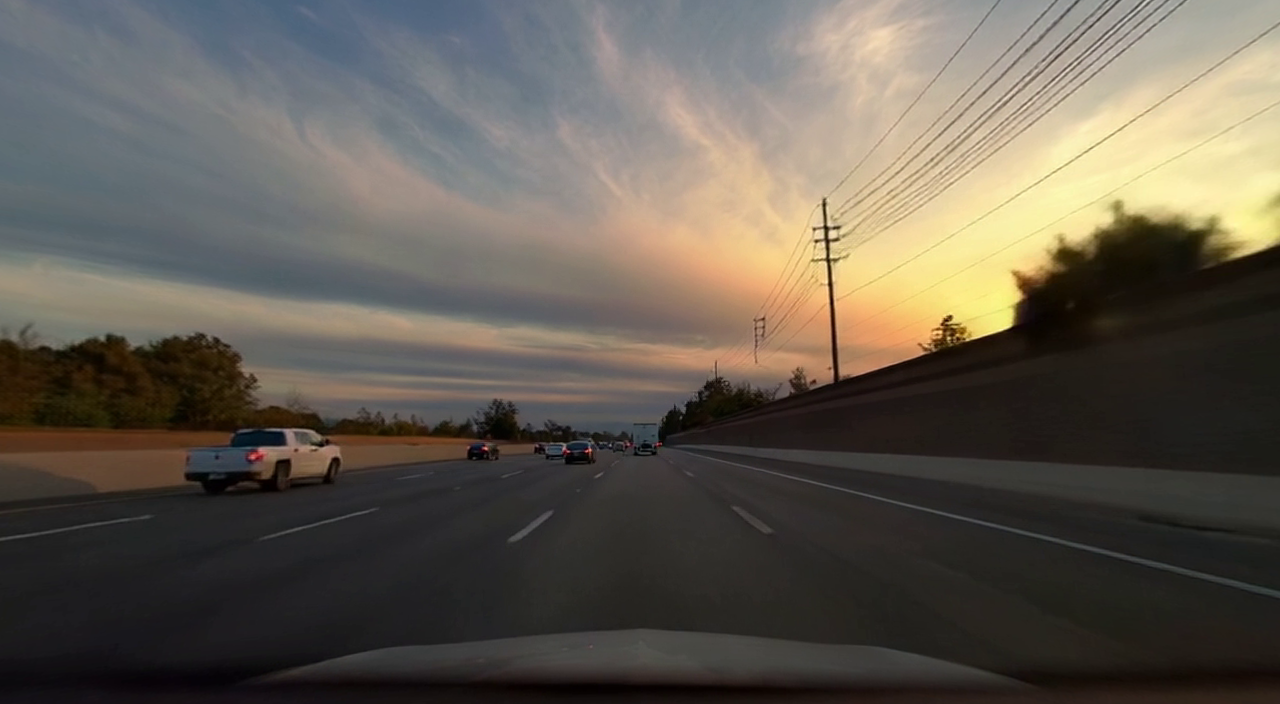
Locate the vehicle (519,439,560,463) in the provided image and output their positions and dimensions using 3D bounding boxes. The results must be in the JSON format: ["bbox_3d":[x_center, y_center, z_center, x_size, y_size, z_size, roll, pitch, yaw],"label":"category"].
[{"bbox_3d":[-6.901,6.845,43.696,1.946,1.514,4.687,0,-9,1],"label":"vehicle"}]

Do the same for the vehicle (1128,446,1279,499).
[{"bbox_3d":[19.049,3.898,20.899,1.985,1.521,4.827,0,-9,2],"label":"vehicle"}]

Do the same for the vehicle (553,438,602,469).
[{"bbox_3d":[-3.278,5.442,33.875,2.045,1.532,4.954,0,-9,1],"label":"vehicle"}]

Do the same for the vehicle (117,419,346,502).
[{"bbox_3d":[-10.637,2.893,17.222,2.310,1.853,5.817,0,-9,1],"label":"vehicle"}]

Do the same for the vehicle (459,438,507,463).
[{"bbox_3d":[-10.858,6.835,43.808,2.058,1.621,4.739,0,-9,1],"label":"vehicle"}]
